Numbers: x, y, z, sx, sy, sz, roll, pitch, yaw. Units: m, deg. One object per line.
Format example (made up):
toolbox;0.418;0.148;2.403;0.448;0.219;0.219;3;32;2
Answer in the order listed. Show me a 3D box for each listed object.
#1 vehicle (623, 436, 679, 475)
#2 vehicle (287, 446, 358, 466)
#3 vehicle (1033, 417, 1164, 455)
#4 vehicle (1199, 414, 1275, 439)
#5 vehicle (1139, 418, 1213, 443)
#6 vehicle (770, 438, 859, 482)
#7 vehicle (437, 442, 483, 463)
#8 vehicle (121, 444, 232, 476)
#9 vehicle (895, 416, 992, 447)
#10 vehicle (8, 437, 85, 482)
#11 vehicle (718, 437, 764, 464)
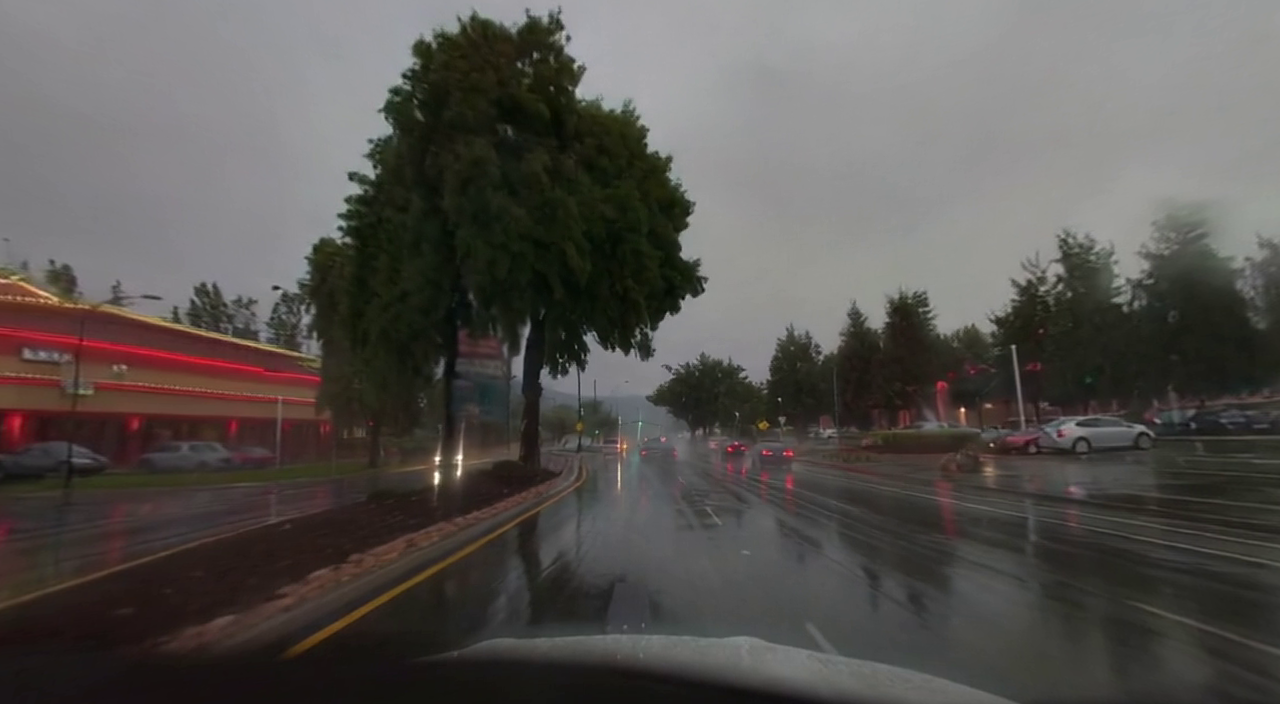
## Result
vehicle;0.357;4.232;26.027;2.091;1.472;4.697;0;-8;-1
vehicle;-24.356;7.968;48.421;4.392;1.453;1.855;0;-8;-1
vehicle;19.568;3.617;27.040;4.059;1.563;1.995;0;-8;-2
vehicle;40.168;5.080;42.540;1.826;1.494;4.580;-3;-9;18
vehicle;33.052;4.882;39.013;1.797;1.426;4.346;-3;-9;17
vehicle;6.499;4.057;24.029;2.016;1.479;4.532;0;-8;-1
vehicle;-13.476;7.563;47.430;2.005;1.482;4.491;0;-8;1
vehicle;-26.896;6.264;36.697;4.853;1.788;2.059;0;-8;1
vehicle;19.496;5.156;40.649;5.117;1.905;2.075;0;-8;0
vehicle;-28.932;5.166;30.661;5.346;1.985;2.207;-8;-11;42
vehicle;6.518;6.429;41.246;2.105;1.646;4.612;0;-8;-2
